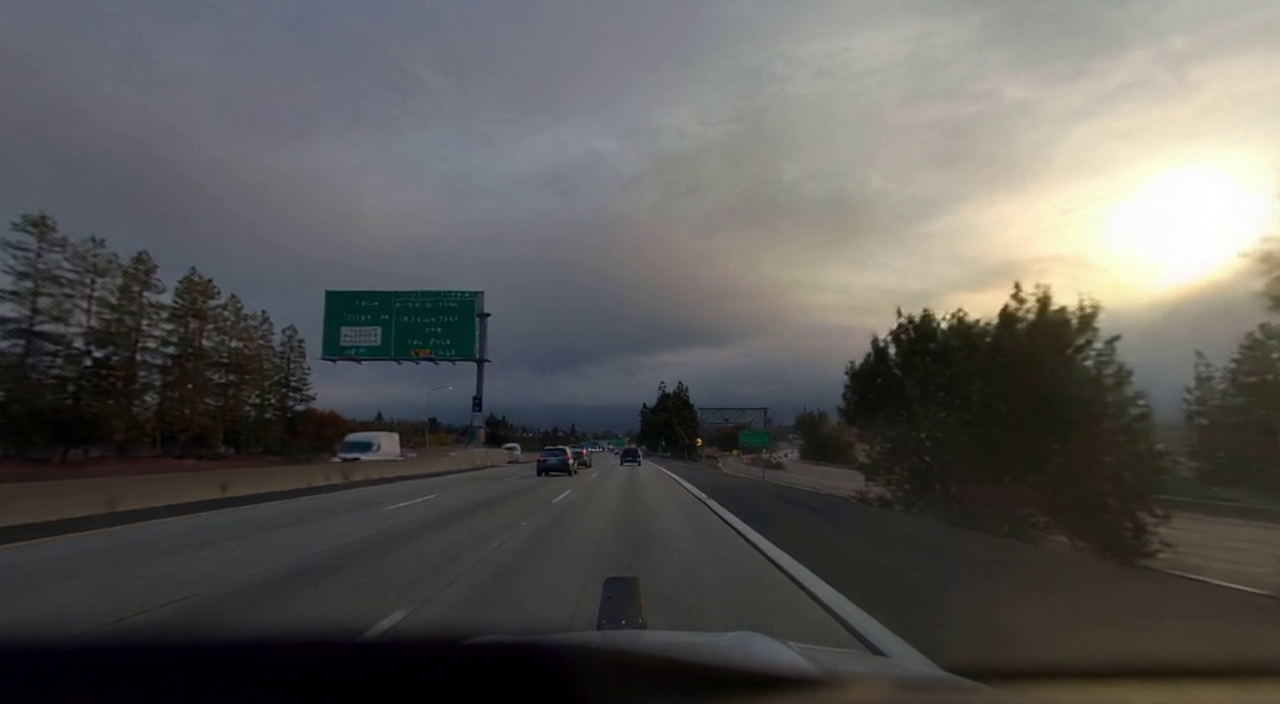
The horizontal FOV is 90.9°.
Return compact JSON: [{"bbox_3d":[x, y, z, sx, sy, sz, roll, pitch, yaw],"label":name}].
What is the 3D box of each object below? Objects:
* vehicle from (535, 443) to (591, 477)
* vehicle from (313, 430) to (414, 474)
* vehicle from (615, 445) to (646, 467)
[{"bbox_3d":[-3.665,5.231,30.895,2.067,1.509,4.551,0,-8,1],"label":"vehicle"},{"bbox_3d":[-13.510,4.911,31.328,2.420,1.961,5.675,0,-8,0],"label":"vehicle"},{"bbox_3d":[-0.688,7.496,45.530,2.100,1.471,3.956,0,-8,-1],"label":"vehicle"}]
